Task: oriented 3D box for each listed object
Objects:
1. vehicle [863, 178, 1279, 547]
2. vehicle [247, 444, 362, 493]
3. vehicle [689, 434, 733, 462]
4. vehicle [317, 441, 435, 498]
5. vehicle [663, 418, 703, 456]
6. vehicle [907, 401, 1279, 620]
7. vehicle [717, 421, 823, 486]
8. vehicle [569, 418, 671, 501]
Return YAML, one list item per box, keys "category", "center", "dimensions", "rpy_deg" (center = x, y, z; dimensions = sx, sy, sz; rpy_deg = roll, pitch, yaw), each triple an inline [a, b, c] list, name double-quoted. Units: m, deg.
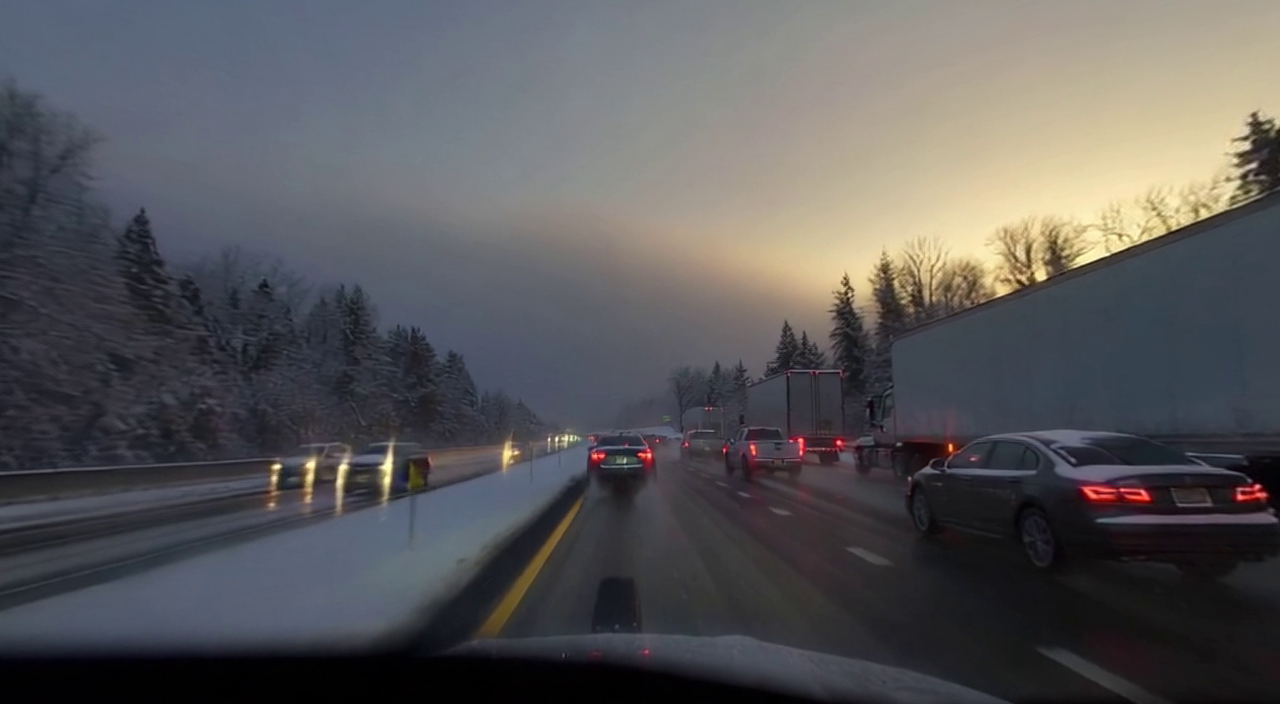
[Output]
- category: "vehicle"
  center: [8.434, 0.817, 12.191]
  dimensions: [2.867, 4.066, 13.802]
  rpy_deg: [0, -8, -1]
- category: "vehicle"
  center: [-12.158, 4.217, 23.154]
  dimensions: [1.962, 1.575, 4.204]
  rpy_deg: [0, -8, -1]
- category: "vehicle"
  center: [3.846, 5.246, 34.568]
  dimensions: [1.865, 1.471, 3.916]
  rpy_deg: [0, -8, -2]
- category: "vehicle"
  center: [-8.069, 3.584, 19.698]
  dimensions: [1.921, 1.533, 4.091]
  rpy_deg: [0, -8, 0]
- category: "vehicle"
  center: [3.137, 6.331, 46.958]
  dimensions: [2.395, 2.656, 6.037]
  rpy_deg: [0, -8, -2]
- category: "vehicle"
  center: [4.726, 1.390, 6.529]
  dimensions: [2.040, 1.523, 4.068]
  rpy_deg: [0, -8, -1]
- category: "vehicle"
  center: [3.662, 2.931, 18.526]
  dimensions: [2.147, 1.707, 3.963]
  rpy_deg: [0, -8, -2]
- category: "vehicle"
  center: [-0.443, 2.520, 15.253]
  dimensions: [2.087, 1.709, 4.455]
  rpy_deg: [0, -8, -1]
